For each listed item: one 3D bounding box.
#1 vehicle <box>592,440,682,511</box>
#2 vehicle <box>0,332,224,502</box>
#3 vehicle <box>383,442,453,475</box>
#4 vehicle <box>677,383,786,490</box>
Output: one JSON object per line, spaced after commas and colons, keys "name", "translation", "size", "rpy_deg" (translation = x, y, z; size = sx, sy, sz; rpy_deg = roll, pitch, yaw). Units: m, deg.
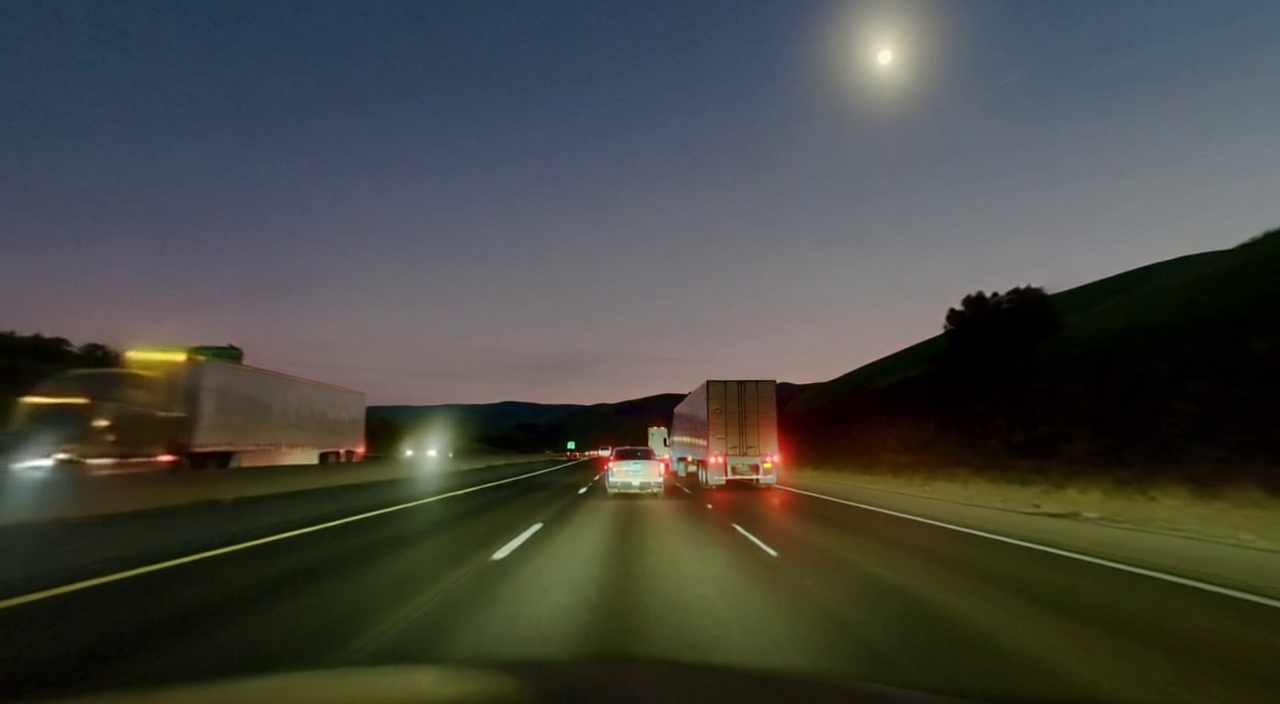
{"name": "vehicle", "translation": [-0.090, 3.218, 16.783], "size": [2.109, 1.639, 3.768], "rpy_deg": [0, -9, -1]}
{"name": "vehicle", "translation": [-15.259, 1.954, 17.689], "size": [2.985, 3.964, 5.868], "rpy_deg": [0, -9, -1]}
{"name": "vehicle", "translation": [-12.085, 5.831, 34.678], "size": [2.105, 1.656, 4.746], "rpy_deg": [0, -9, 0]}
{"name": "vehicle", "translation": [3.850, 4.284, 30.882], "size": [2.812, 4.024, 14.098], "rpy_deg": [0, -9, -2]}
